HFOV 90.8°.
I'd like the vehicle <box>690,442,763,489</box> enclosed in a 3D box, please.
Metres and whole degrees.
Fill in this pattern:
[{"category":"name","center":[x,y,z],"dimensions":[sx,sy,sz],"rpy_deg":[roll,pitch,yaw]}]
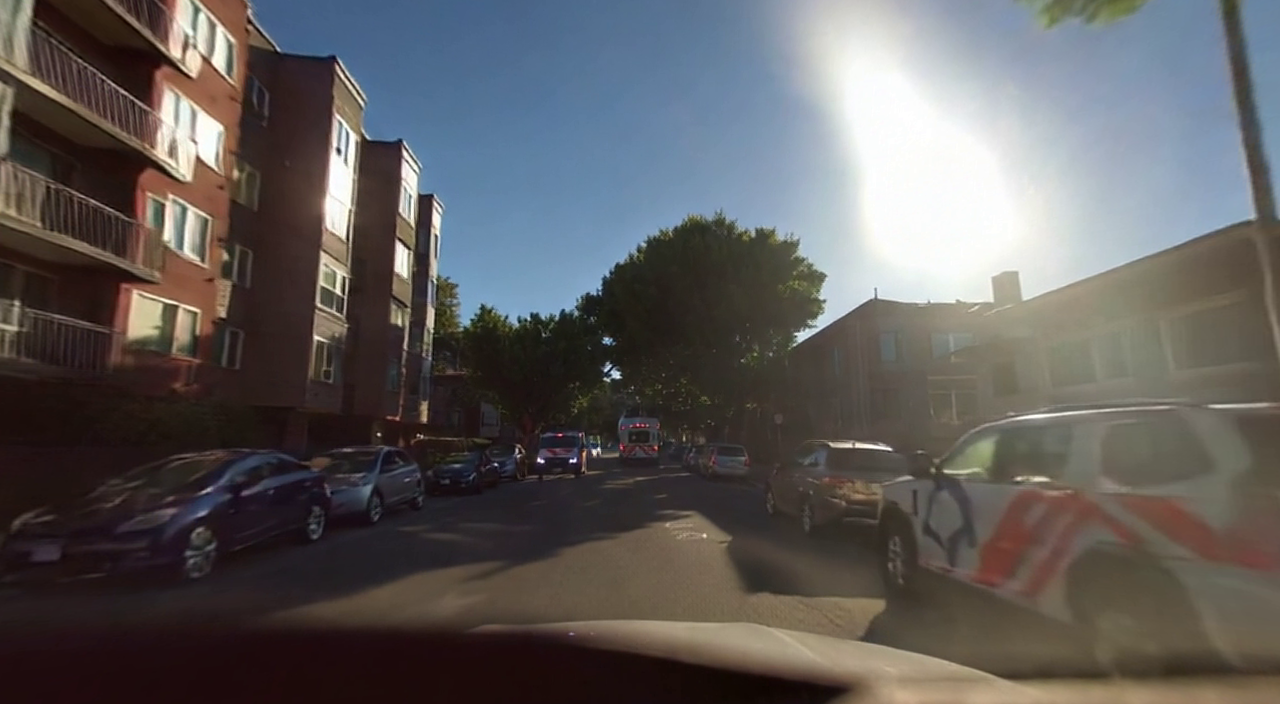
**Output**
[{"category":"vehicle","center":[3.328,4.448,25.171],"dimensions":[2.035,1.549,4.373],"rpy_deg":[5,-9,-2]}]

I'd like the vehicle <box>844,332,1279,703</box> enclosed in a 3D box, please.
[{"category":"vehicle","center":[3.345,1.192,4.402],"dimensions":[2.188,1.810,4.709],"rpy_deg":[3,-9,-2]}]

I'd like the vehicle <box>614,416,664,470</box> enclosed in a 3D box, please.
[{"category":"vehicle","center":[-0.154,5.678,39.249],"dimensions":[2.754,3.008,7.730],"rpy_deg":[0,-8,-2]}]

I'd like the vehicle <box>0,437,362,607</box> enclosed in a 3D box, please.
[{"category":"vehicle","center":[-5.381,1.828,7.797],"dimensions":[1.921,1.482,4.280],"rpy_deg":[0,-8,0]}]

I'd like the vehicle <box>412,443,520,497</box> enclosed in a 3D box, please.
[{"category":"vehicle","center":[-5.304,3.633,19.972],"dimensions":[2.047,1.471,4.647],"rpy_deg":[0,-8,0]}]

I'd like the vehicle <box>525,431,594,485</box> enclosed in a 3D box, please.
[{"category":"vehicle","center":[-2.944,3.962,23.939],"dimensions":[2.029,1.802,4.229],"rpy_deg":[-1,-8,0]}]
